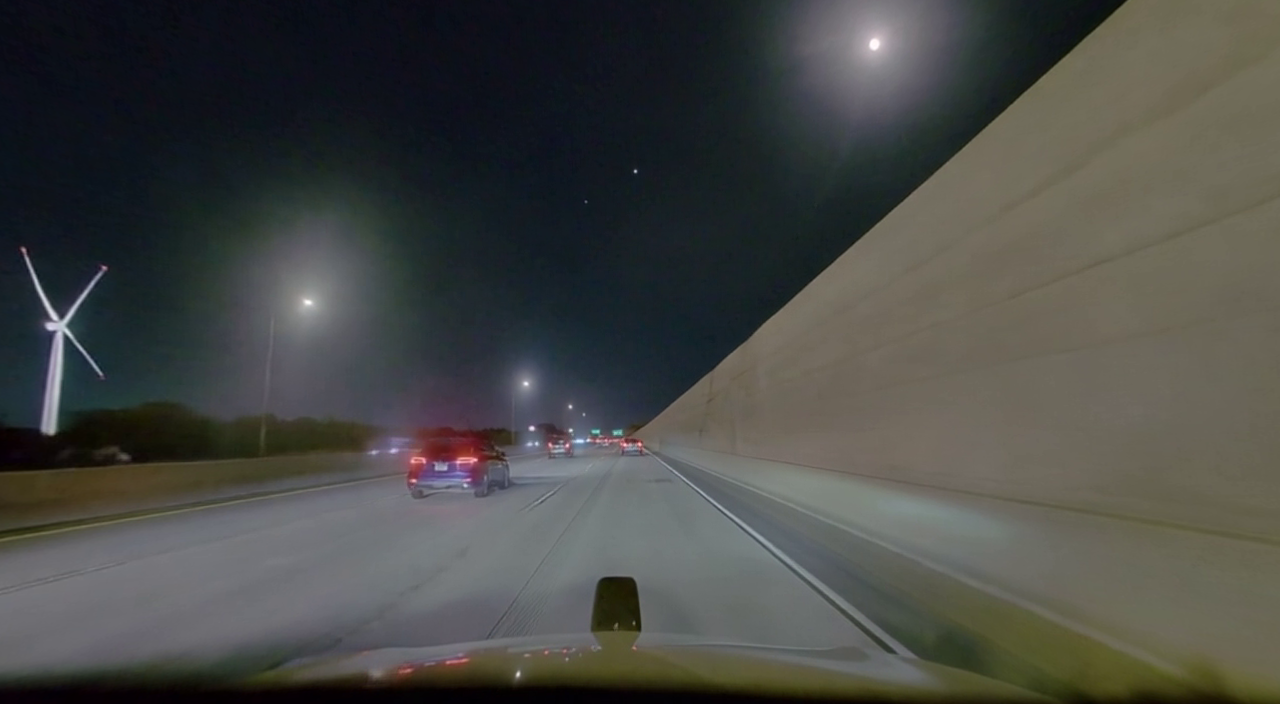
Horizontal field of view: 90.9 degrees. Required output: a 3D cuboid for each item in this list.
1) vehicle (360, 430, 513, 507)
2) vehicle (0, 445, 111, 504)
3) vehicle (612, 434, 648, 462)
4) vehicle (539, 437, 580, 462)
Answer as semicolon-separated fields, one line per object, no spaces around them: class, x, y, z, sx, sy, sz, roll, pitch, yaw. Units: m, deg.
vehicle;-4.403;2.578;14.532;1.998;1.468;4.635;0;-8;0
vehicle;-18.070;3.472;18.174;2.043;1.488;4.151;0;-8;-1
vehicle;-0.588;5.667;37.442;2.027;1.550;3.607;0;-8;-1
vehicle;-4.884;5.938;38.645;2.059;1.436;3.802;0;-8;-1
